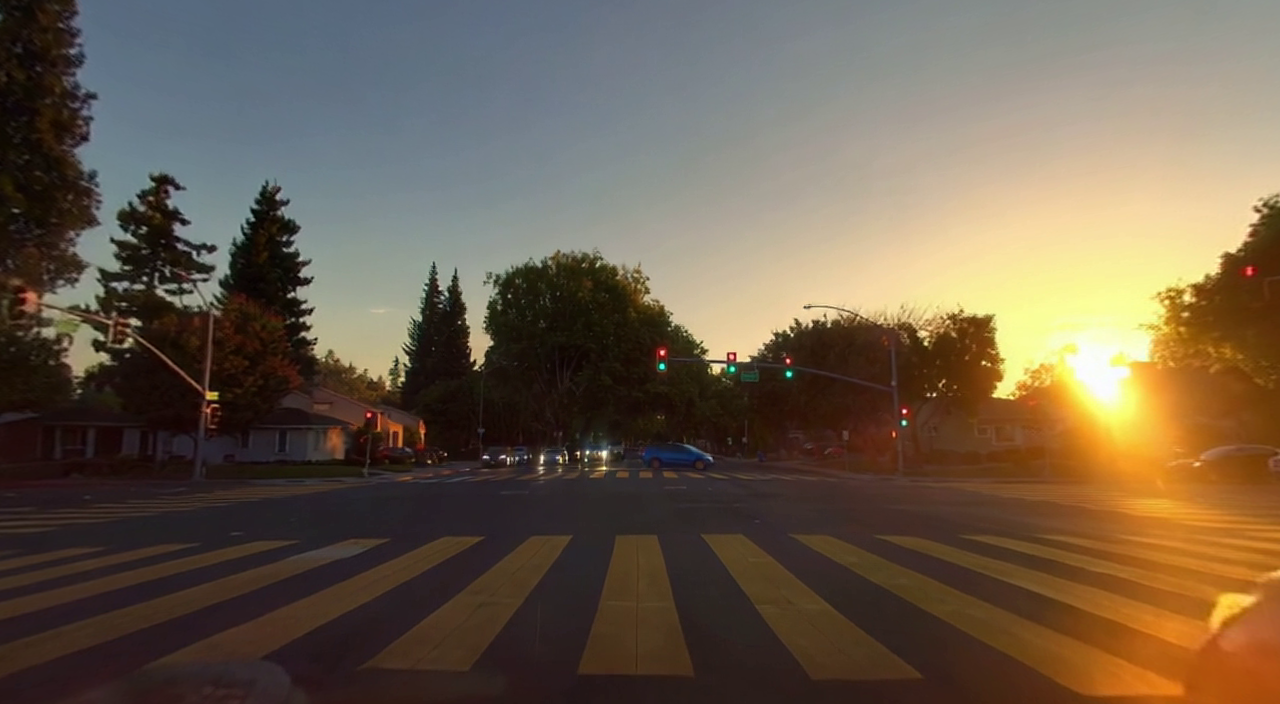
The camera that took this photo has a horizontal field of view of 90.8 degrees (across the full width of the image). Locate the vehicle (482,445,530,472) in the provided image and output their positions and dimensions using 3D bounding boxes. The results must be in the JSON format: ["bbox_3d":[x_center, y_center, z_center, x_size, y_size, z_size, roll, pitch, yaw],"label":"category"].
[{"bbox_3d":[-8.687,6.948,41.427,2.028,1.654,5.027,0,-8,0],"label":"vehicle"}]

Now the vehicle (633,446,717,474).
[{"bbox_3d":[1.936,5.901,34.715,4.118,1.491,2.046,-4,-9,23],"label":"vehicle"}]

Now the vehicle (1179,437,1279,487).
[{"bbox_3d":[23.981,4.156,24.082,4.952,1.803,2.075,0,-9,-2],"label":"vehicle"}]

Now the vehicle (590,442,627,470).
[{"bbox_3d":[-2.137,7.271,44.482,2.355,1.868,5.125,0,-8,0],"label":"vehicle"}]

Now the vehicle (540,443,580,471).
[{"bbox_3d":[-5.270,6.966,42.136,2.091,1.707,4.157,0,-8,1],"label":"vehicle"}]
